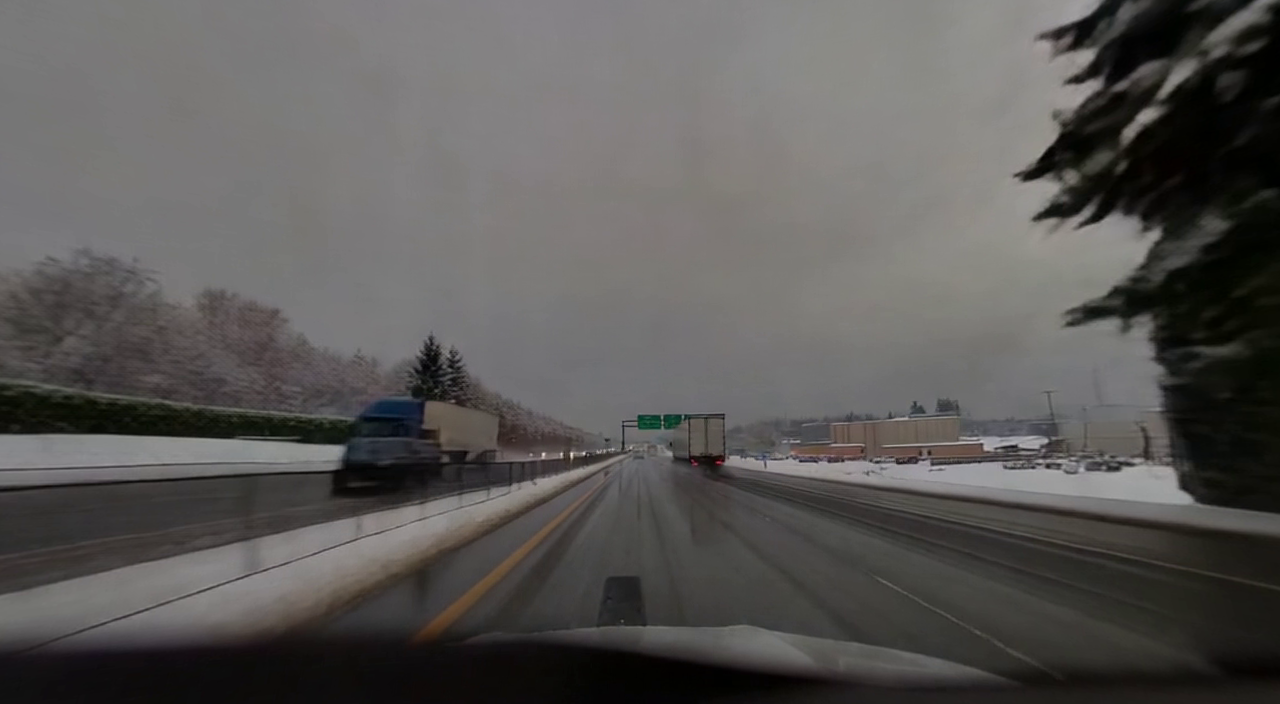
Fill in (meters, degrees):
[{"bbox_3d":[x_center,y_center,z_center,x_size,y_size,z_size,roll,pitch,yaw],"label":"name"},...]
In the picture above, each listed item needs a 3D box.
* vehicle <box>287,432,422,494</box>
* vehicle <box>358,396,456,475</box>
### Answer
[{"bbox_3d":[-8.029,3.146,18.213,1.914,1.557,4.081,0,-9,0],"label":"vehicle"},{"bbox_3d":[-12.594,4.641,34.721,3.039,3.949,5.950,0,-9,-1],"label":"vehicle"}]
